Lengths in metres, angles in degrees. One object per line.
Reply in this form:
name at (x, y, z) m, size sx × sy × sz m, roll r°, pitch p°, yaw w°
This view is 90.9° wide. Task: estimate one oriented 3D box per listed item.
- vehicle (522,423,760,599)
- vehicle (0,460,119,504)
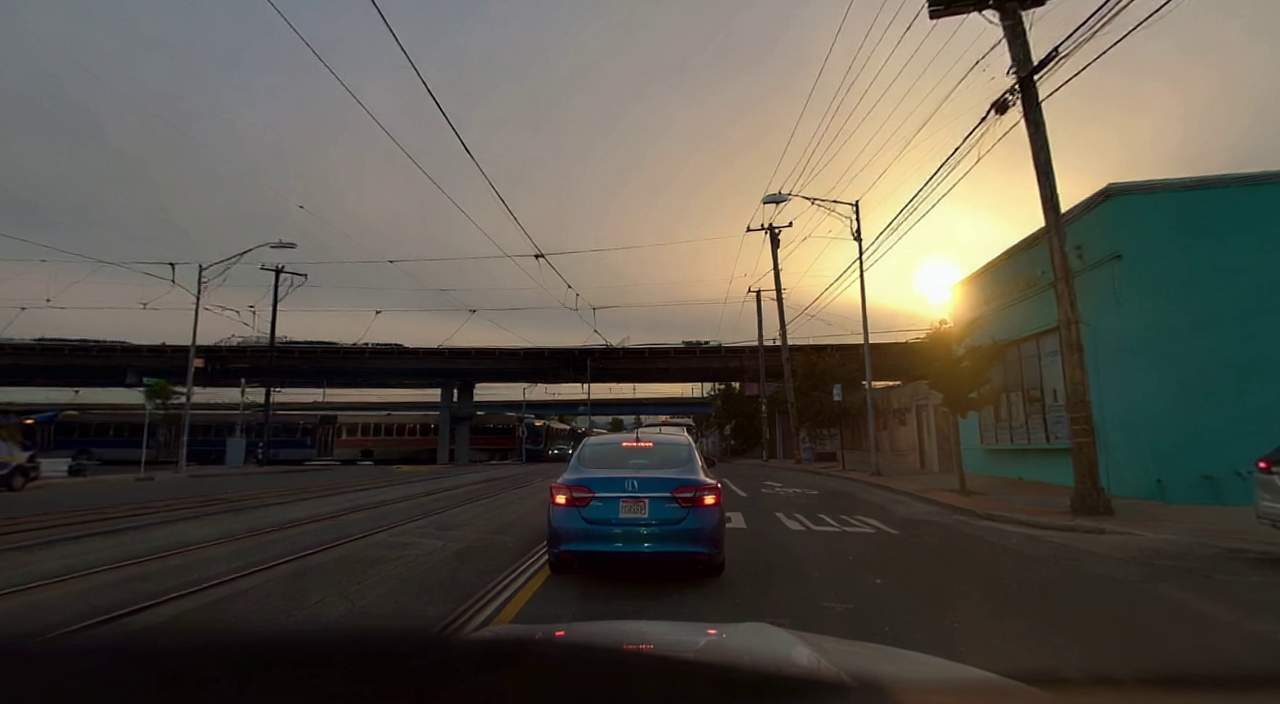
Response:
vehicle at (0.091, 1.704, 7.613) m, size 2.090 × 1.518 × 4.033 m, roll -1°, pitch -9°, yaw 3°
vehicle at (-21.953, 4.674, 22.830) m, size 4.566 × 1.453 × 1.935 m, roll -1°, pitch -9°, yaw 5°
